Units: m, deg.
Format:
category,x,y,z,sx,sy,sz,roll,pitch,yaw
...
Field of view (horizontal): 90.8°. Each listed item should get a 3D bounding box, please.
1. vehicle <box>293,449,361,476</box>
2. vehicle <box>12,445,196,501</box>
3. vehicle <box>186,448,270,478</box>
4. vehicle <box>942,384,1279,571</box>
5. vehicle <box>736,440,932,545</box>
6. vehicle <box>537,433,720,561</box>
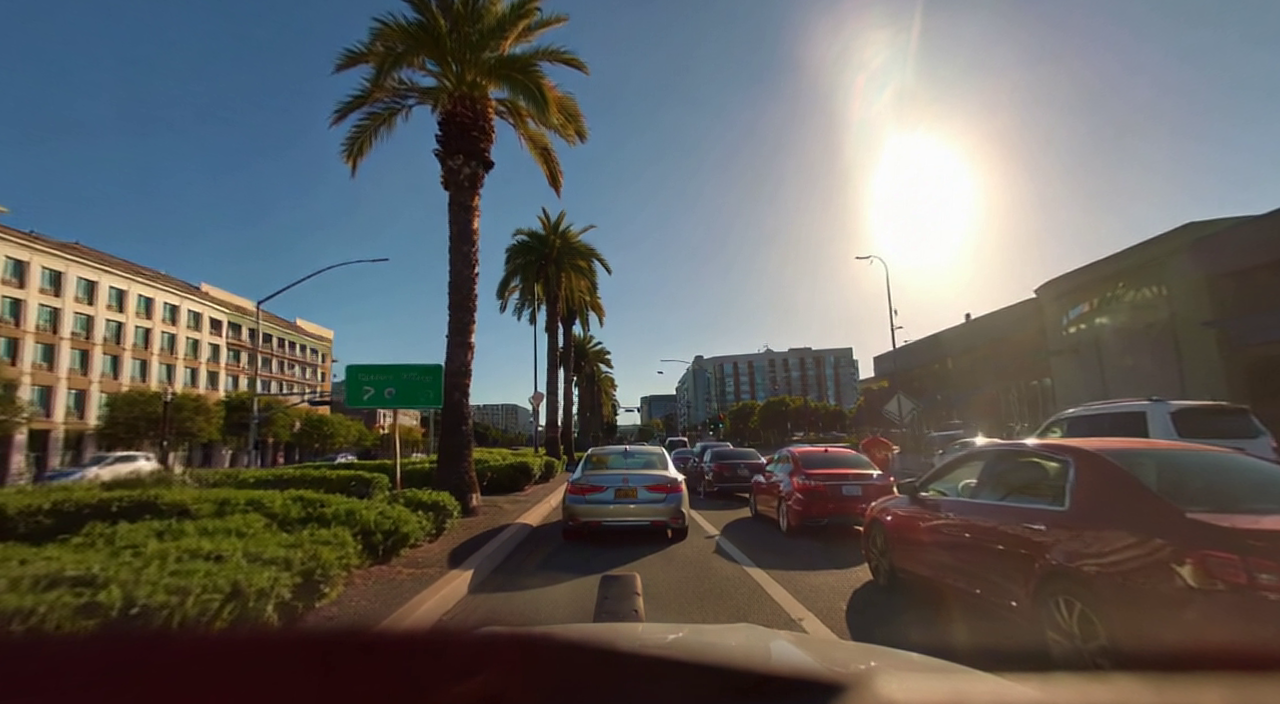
category,x,y,z,sx,sy,sz,roll,pitch,yaw
vehicle,-20.736,7.308,42.138,2.053,1.631,4.900,0,-9,0
vehicle,-20.372,4.566,24.511,2.306,1.880,5.537,0,-8,-1
vehicle,-28.346,7.595,43.737,2.115,1.884,5.481,0,-8,-1
vehicle,7.208,1.802,9.875,2.254,2.072,5.577,0,-8,1
vehicle,3.070,2.311,11.148,1.925,1.451,4.436,0,-8,-2
vehicle,-0.162,2.018,9.518,2.158,1.498,3.919,0,-8,-1
